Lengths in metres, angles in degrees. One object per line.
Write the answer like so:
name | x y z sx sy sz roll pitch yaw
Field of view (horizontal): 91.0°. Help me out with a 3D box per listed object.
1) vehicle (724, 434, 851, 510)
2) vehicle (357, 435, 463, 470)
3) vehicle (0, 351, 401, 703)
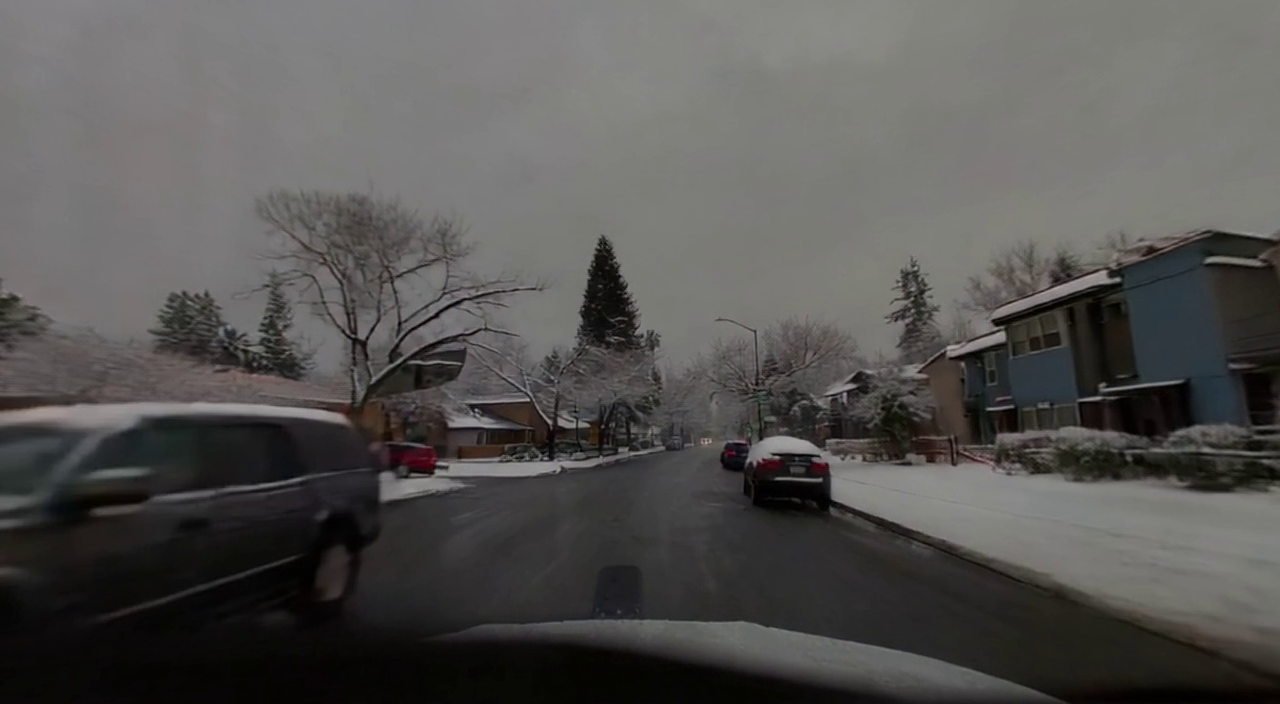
vehicle | 3.278 2.761 14.949 2.045 1.519 4.231 0 -8 1
vehicle | -12.248 5.364 33.622 5.015 1.746 1.968 -2 -9 13
vehicle | -3.722 1.119 4.061 2.305 1.781 4.834 -1 -8 2
